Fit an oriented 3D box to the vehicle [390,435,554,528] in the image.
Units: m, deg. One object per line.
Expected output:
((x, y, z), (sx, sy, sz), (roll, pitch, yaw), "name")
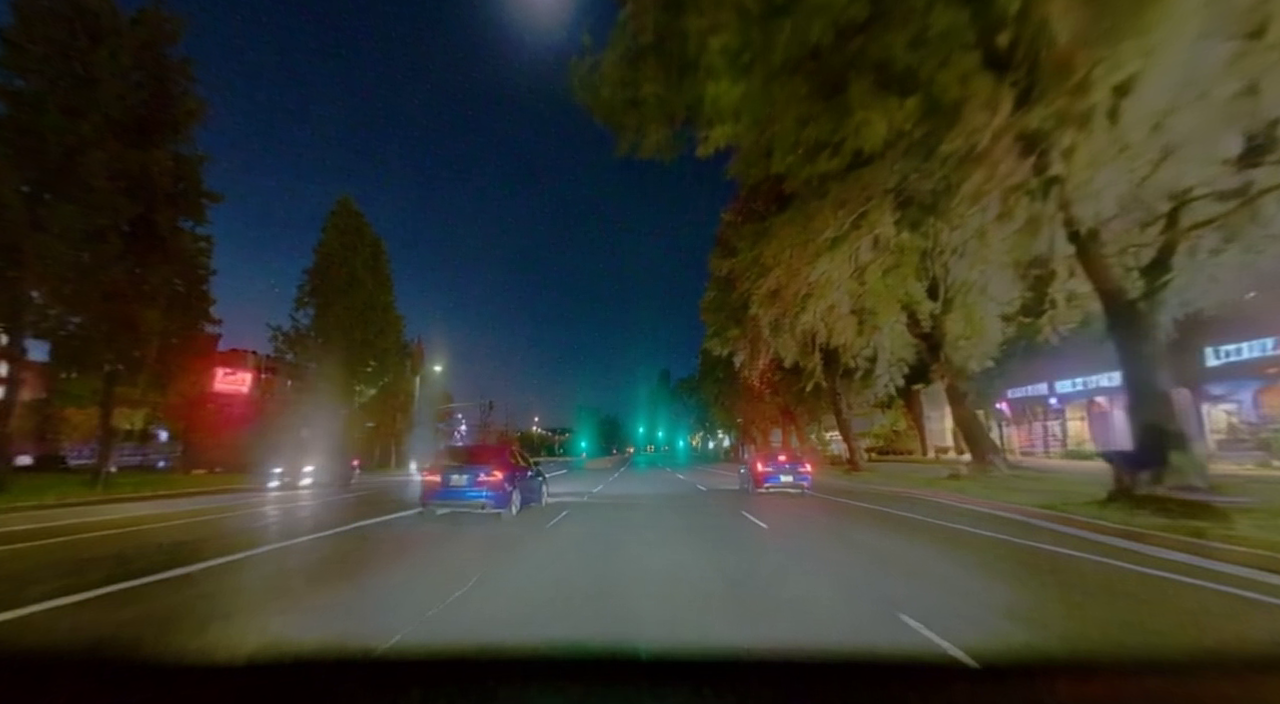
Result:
((-3.057, 2.448, 12.537), (2.001, 1.504, 4.212), (-1, -8, 2), "vehicle")

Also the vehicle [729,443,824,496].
((4.180, 3.659, 20.063), (1.977, 1.474, 4.399), (0, -8, -1), "vehicle")

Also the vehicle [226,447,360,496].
((-12.343, 4.239, 22.891), (2.099, 1.542, 4.752), (0, -8, 1), "vehicle")
